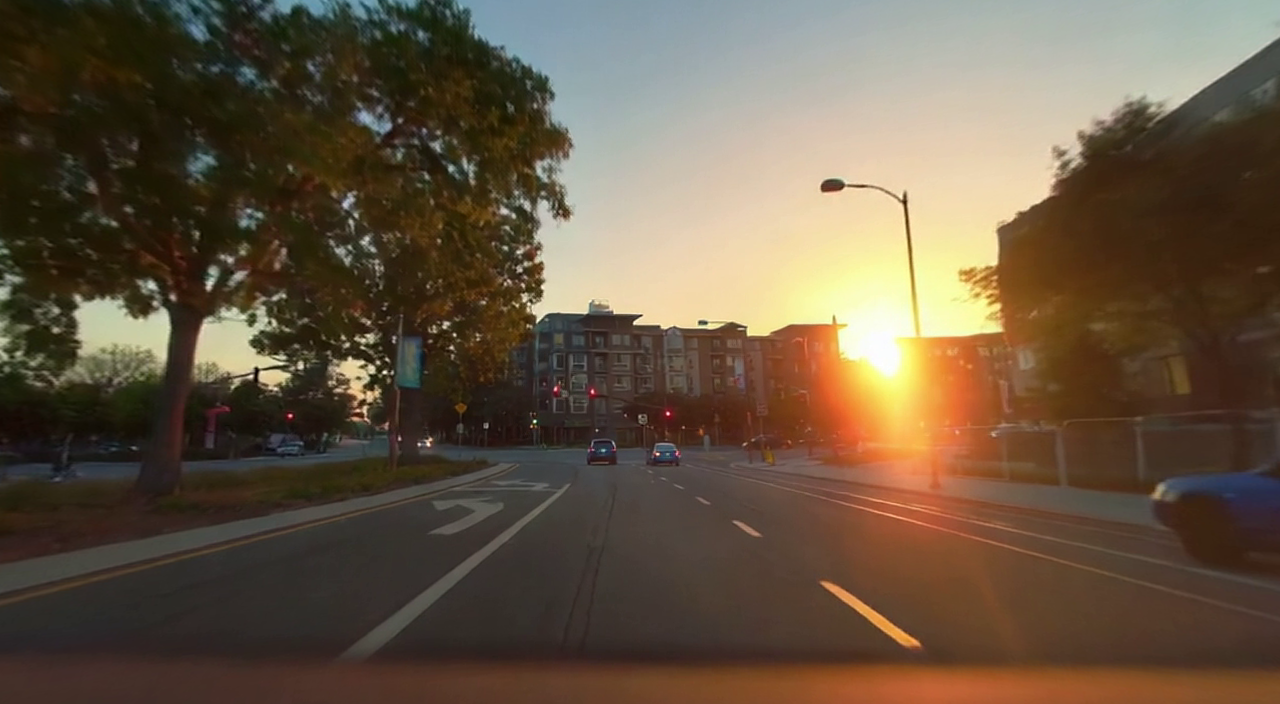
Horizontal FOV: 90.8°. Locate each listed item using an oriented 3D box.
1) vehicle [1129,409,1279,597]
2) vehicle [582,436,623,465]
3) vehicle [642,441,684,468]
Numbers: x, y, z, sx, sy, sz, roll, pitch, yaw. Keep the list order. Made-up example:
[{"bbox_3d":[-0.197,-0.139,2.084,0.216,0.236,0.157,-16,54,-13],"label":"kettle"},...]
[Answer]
[{"bbox_3d":[6.659,1.216,4.760,2.042,1.635,4.858,0,-9,0],"label":"vehicle"},{"bbox_3d":[-2.447,6.274,40.156,2.317,1.713,4.231,1,-9,-7],"label":"vehicle"},{"bbox_3d":[1.325,6.201,38.325,1.918,1.479,4.468,1,-9,-5],"label":"vehicle"}]
